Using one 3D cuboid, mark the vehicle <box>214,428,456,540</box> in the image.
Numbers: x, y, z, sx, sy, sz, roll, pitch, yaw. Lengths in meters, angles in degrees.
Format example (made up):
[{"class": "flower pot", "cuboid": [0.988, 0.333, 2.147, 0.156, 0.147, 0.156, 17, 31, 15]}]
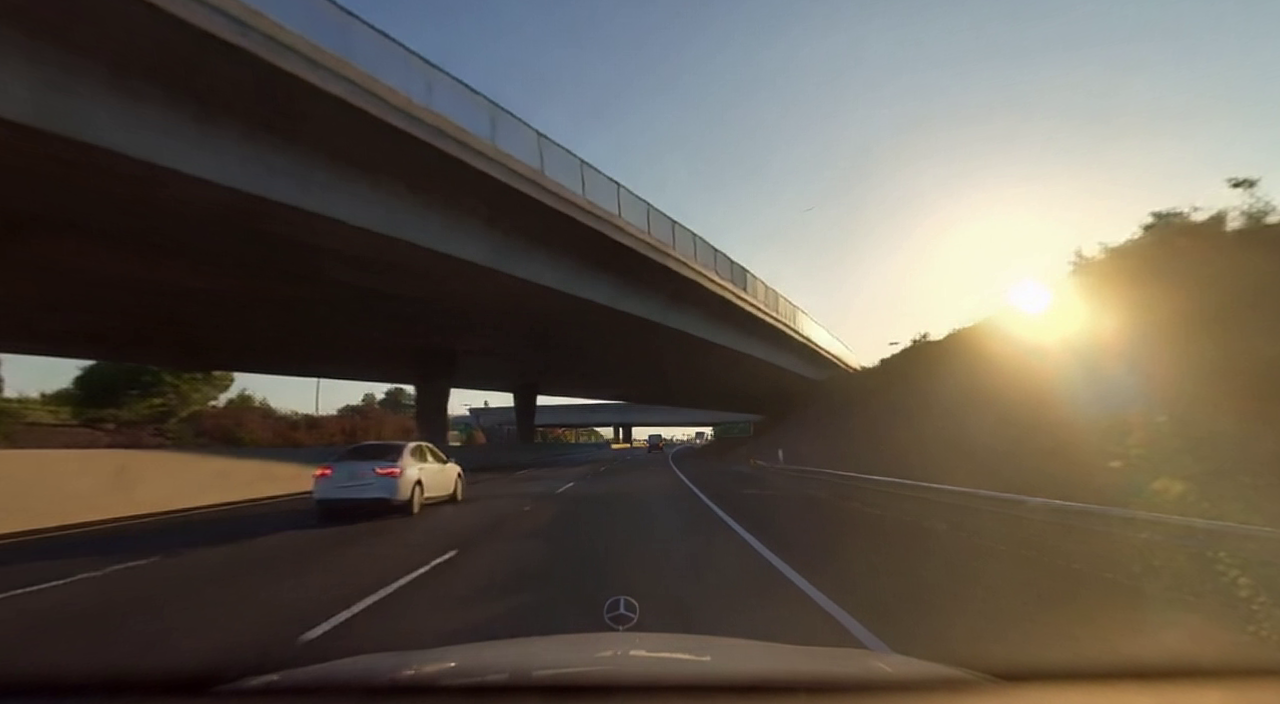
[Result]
[{"class": "vehicle", "cuboid": [-4.948, 2.204, 11.125, 1.961, 1.540, 4.487, -1, -9, 1]}]
